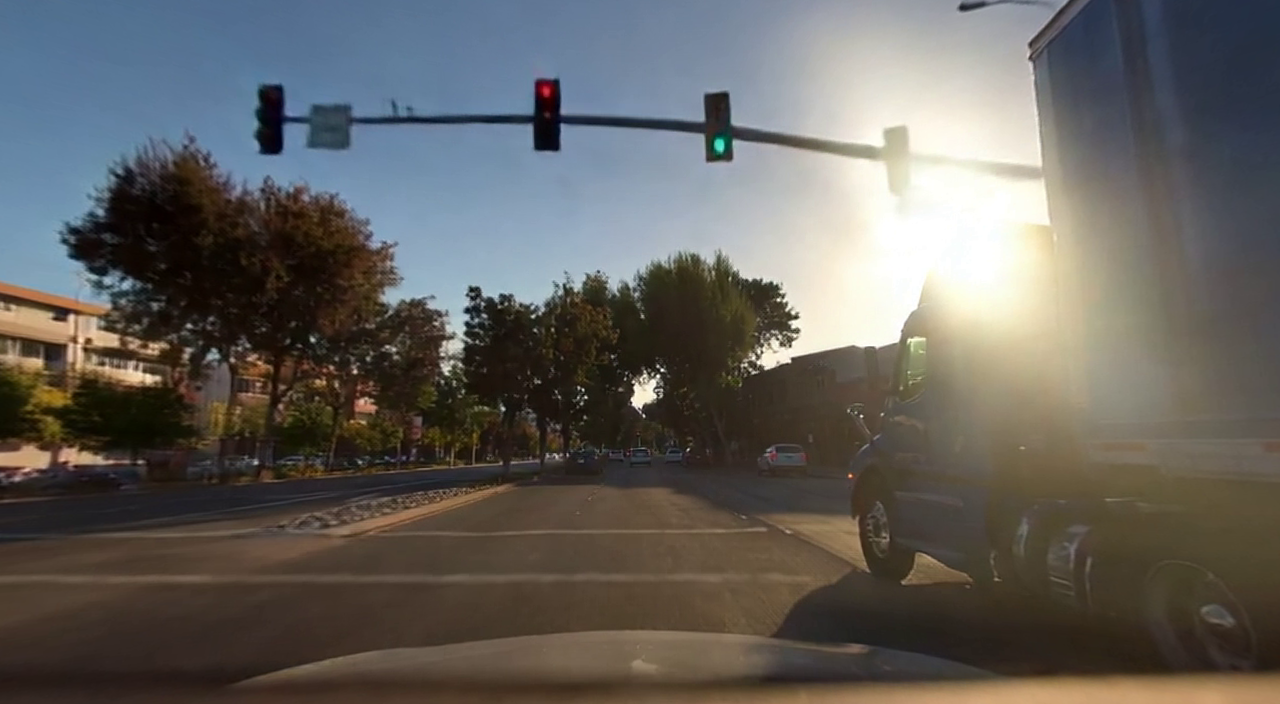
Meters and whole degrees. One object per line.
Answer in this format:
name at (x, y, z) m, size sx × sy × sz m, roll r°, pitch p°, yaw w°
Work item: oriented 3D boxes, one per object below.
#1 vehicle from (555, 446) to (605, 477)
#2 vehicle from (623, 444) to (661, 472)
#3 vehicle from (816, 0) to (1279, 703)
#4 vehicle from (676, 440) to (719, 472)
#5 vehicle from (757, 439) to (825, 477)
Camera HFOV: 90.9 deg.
vehicle at (-3.144, 5.865, 33.931) m, size 2.211 × 1.537 × 4.666 m, roll -1°, pitch -9°, yaw 0°
vehicle at (0.114, 6.759, 40.328) m, size 2.276 × 1.704 × 3.925 m, roll 0°, pitch -9°, yaw 0°
vehicle at (3.783, -0.079, 3.715) m, size 3.006 × 3.679 × 8.506 m, roll -1°, pitch -9°, yaw 0°
vehicle at (3.567, 6.530, 39.743) m, size 2.196 × 1.908 × 4.412 m, roll 0°, pitch -9°, yaw -1°
vehicle at (7.701, 5.444, 32.671) m, size 2.174 × 1.793 × 5.061 m, roll 0°, pitch -9°, yaw -1°
